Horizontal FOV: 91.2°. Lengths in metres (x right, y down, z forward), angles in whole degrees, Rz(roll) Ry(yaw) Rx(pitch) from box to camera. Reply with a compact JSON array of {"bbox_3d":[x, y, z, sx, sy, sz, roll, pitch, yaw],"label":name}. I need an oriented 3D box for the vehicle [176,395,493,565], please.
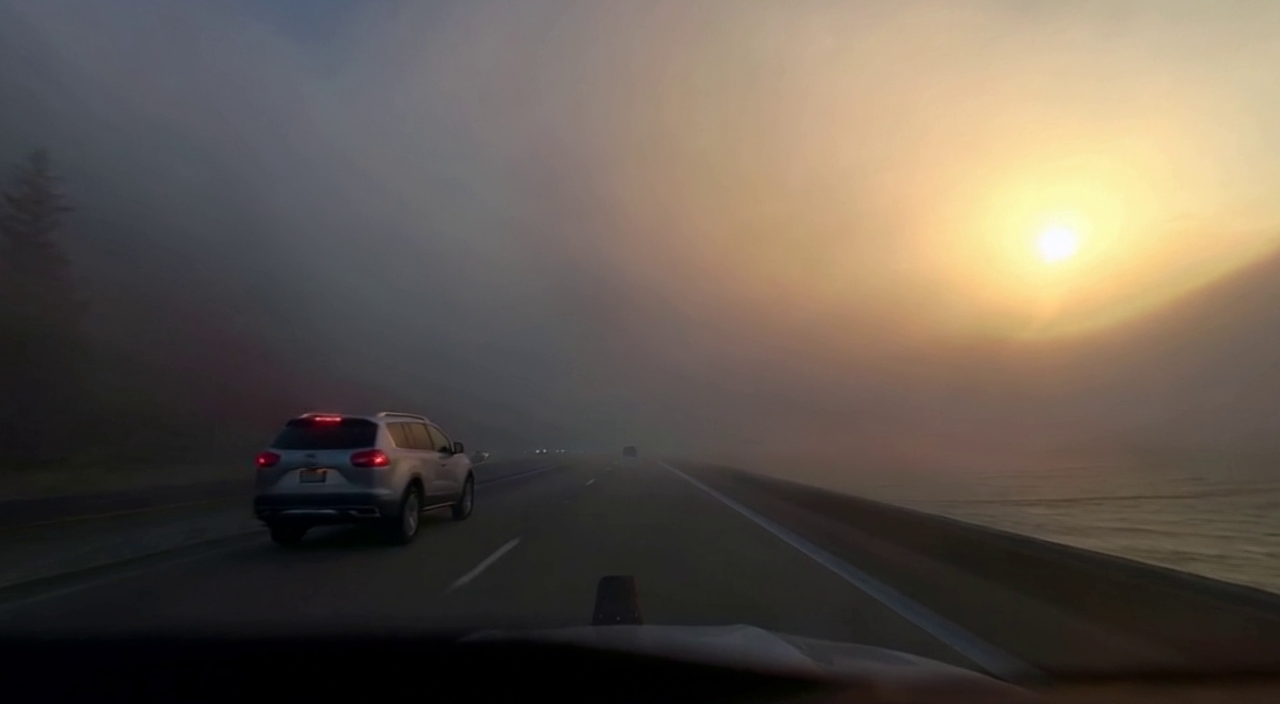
[{"bbox_3d":[-3.793,1.720,9.011,2.292,1.802,4.481,0,-9,0],"label":"vehicle"}]
